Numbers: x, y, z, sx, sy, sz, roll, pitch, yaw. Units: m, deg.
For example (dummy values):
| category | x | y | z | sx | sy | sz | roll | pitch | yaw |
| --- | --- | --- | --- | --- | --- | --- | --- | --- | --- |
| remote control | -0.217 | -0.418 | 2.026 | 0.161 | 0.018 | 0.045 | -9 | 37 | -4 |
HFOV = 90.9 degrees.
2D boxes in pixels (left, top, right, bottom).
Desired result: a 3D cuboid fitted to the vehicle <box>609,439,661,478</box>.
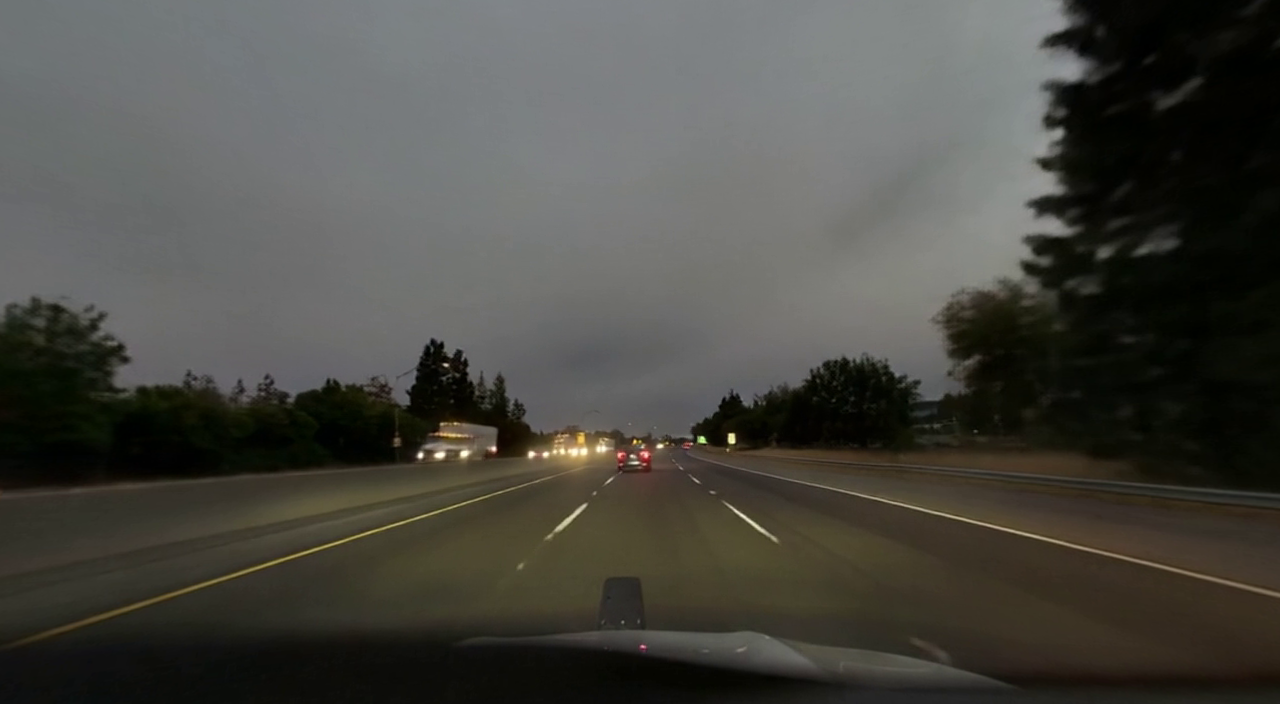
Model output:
| category | x | y | z | sx | sy | sz | roll | pitch | yaw |
| --- | --- | --- | --- | --- | --- | --- | --- | --- | --- |
| vehicle | -0.133 | 4.890 | 29.092 | 2.231 | 1.652 | 4.503 | 0 | -9 | 2 |
